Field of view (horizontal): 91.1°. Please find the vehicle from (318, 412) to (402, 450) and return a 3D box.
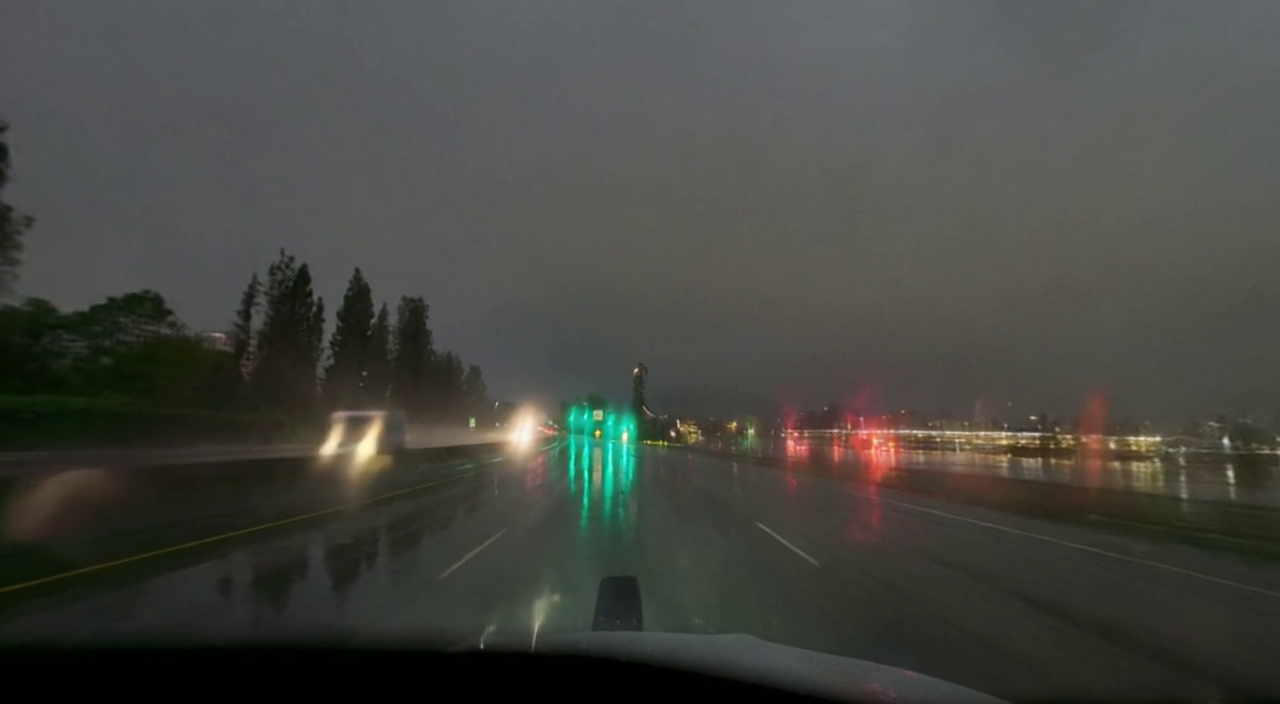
[{"bbox_3d":[-13.674,3.923,31.090,2.059,1.745,4.882,0,-8,-2],"label":"vehicle"}]
